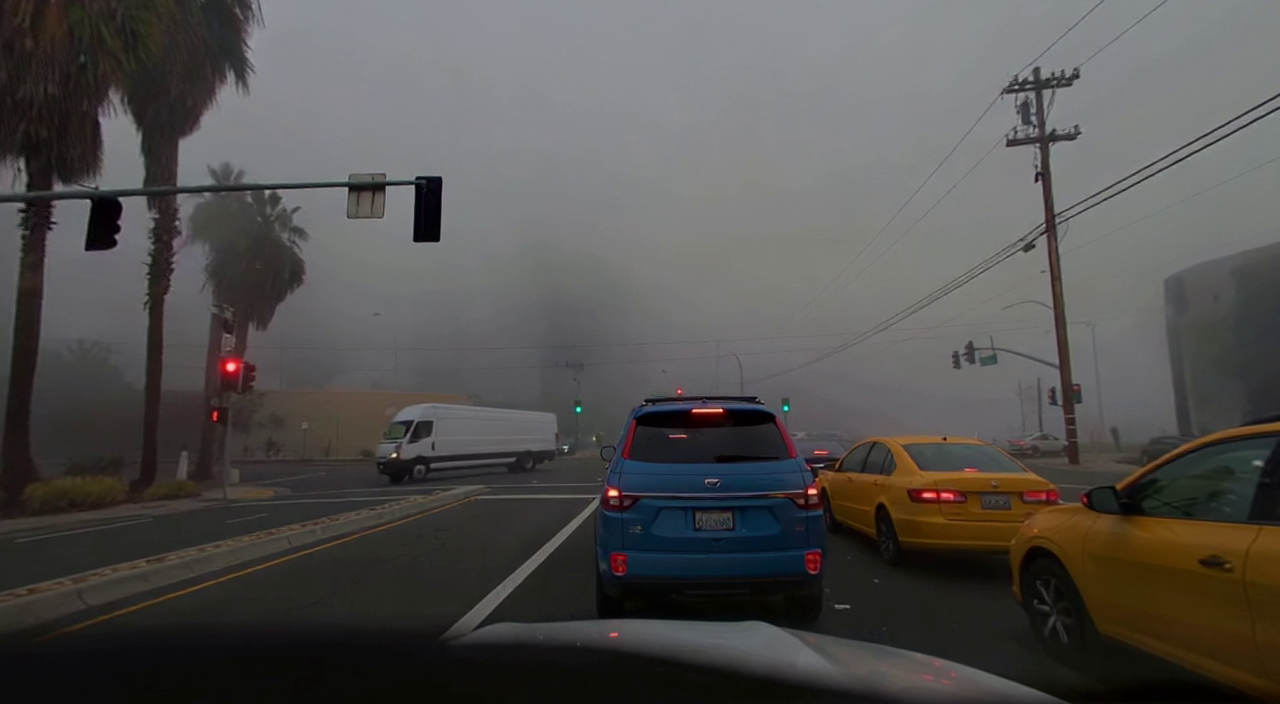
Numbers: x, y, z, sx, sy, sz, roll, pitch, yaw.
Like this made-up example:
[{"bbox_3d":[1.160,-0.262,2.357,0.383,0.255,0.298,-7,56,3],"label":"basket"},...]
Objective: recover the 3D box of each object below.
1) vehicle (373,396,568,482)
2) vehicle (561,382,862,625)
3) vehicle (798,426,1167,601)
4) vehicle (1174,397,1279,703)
[{"bbox_3d":[-8.602,4.844,34.575,2.973,3.889,11.535,-5,-10,29],"label":"vehicle"},{"bbox_3d":[0.453,1.438,6.879,2.228,1.780,4.269,0,-9,-2],"label":"vehicle"},{"bbox_3d":[3.439,1.683,7.503,1.895,1.456,4.255,0,-9,-2],"label":"vehicle"},{"bbox_3d":[3.358,0.653,0.658,1.805,1.485,4.348,0,-9,1],"label":"vehicle"}]
